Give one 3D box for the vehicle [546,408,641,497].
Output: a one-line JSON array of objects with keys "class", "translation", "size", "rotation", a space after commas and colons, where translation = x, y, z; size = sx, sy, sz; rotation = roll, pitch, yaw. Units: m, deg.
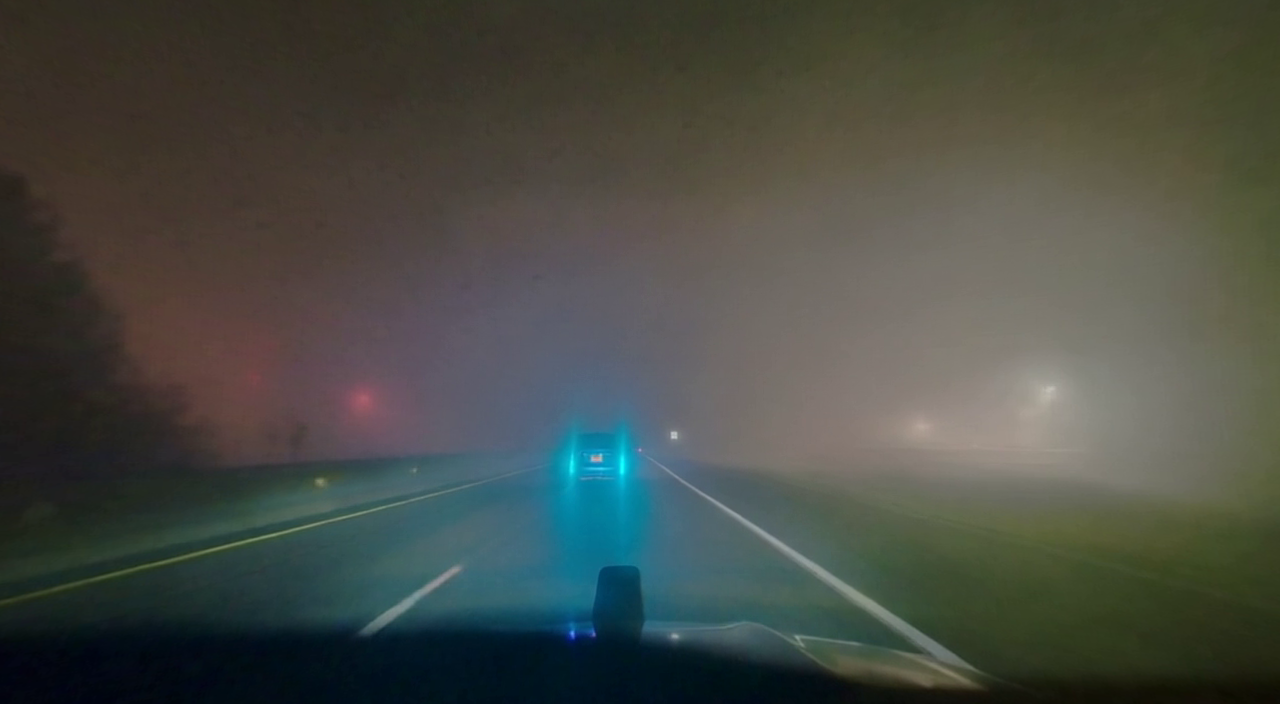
[{"class": "vehicle", "translation": [-1.125, 2.797, 17.850], "size": [2.248, 2.154, 4.892], "rotation": [0, -8, 1]}]
